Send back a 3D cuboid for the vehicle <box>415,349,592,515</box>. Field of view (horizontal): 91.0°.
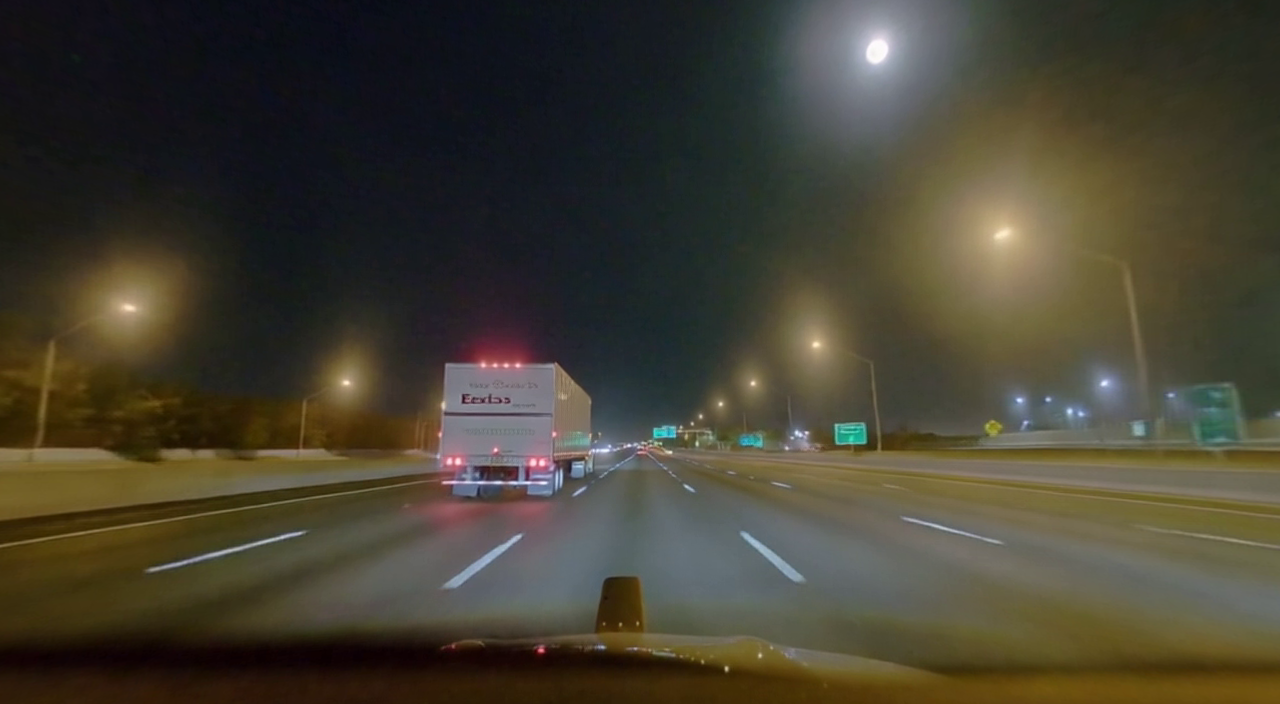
[{"bbox_3d":[-3.148,2.291,17.388,2.922,3.458,8.360,0,-9,1],"label":"vehicle"}]
